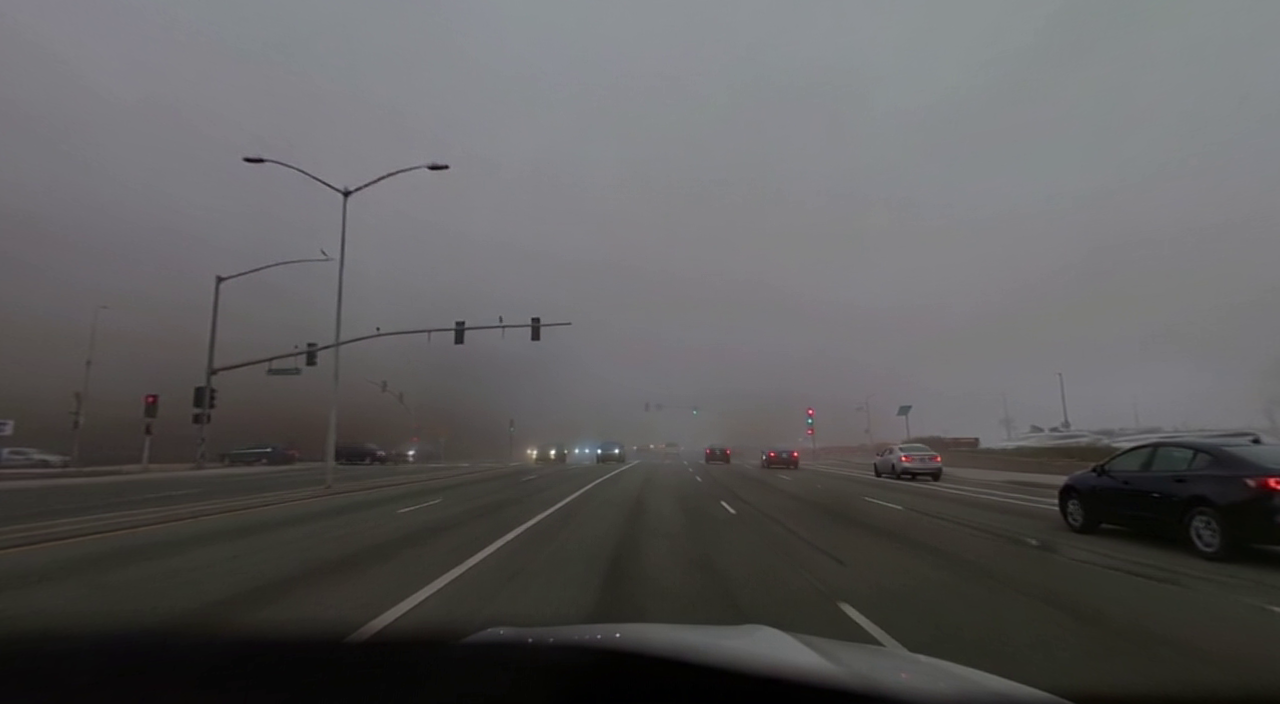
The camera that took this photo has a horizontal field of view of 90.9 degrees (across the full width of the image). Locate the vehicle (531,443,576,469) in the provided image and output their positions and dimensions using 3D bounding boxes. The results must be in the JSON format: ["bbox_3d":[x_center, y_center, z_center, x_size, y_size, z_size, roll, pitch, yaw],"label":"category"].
[{"bbox_3d":[-5.406,6.550,40.025,2.004,1.529,4.319,-1,-8,4],"label":"vehicle"}]

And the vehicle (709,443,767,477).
[{"bbox_3d":[4.769,5.354,31.526,2.292,1.563,4.734,0,-8,2],"label":"vehicle"}]

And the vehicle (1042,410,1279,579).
[{"bbox_3d":[7.309,1.576,7.612,2.051,1.620,4.702,-1,-8,4],"label":"vehicle"}]

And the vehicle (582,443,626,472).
[{"bbox_3d":[-2.002,6.025,36.178,1.958,1.542,4.175,-1,-8,4],"label":"vehicle"}]

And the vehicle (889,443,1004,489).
[{"bbox_3d":[11.172,4.142,23.406,1.963,1.513,4.600,0,-8,1],"label":"vehicle"}]

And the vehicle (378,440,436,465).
[{"bbox_3d":[-16.822,7.294,45.851,1.981,1.721,4.772,-1,-8,6],"label":"vehicle"}]

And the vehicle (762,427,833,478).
[{"bbox_3d":[7.512,4.864,30.695,2.186,2.202,5.426,0,-8,2],"label":"vehicle"}]
